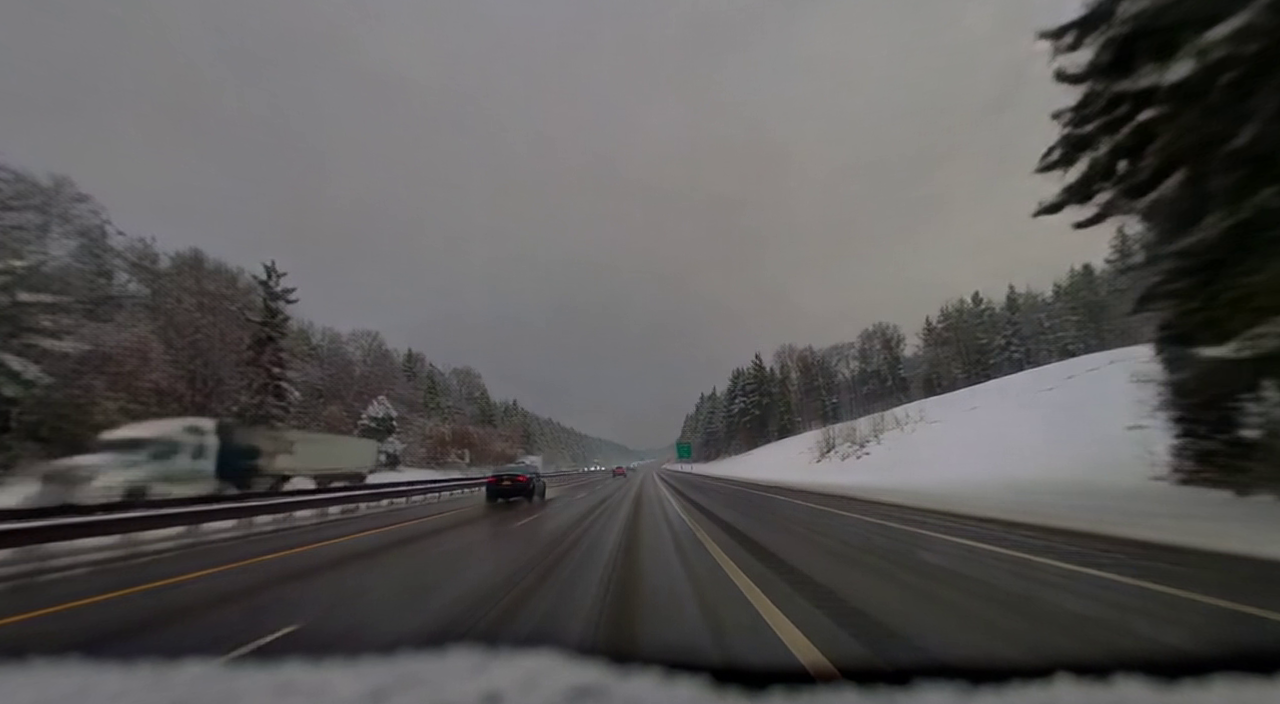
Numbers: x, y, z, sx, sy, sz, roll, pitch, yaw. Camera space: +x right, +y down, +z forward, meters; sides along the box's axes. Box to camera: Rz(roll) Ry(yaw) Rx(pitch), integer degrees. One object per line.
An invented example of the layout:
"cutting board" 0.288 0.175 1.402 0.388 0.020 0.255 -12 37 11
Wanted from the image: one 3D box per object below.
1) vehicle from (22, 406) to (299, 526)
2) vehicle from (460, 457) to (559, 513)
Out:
"vehicle" -13.336 3.336 18.523 2.639 2.823 6.702 0 -10 1
"vehicle" -3.865 4.069 19.568 2.043 1.486 4.442 0 -10 1
